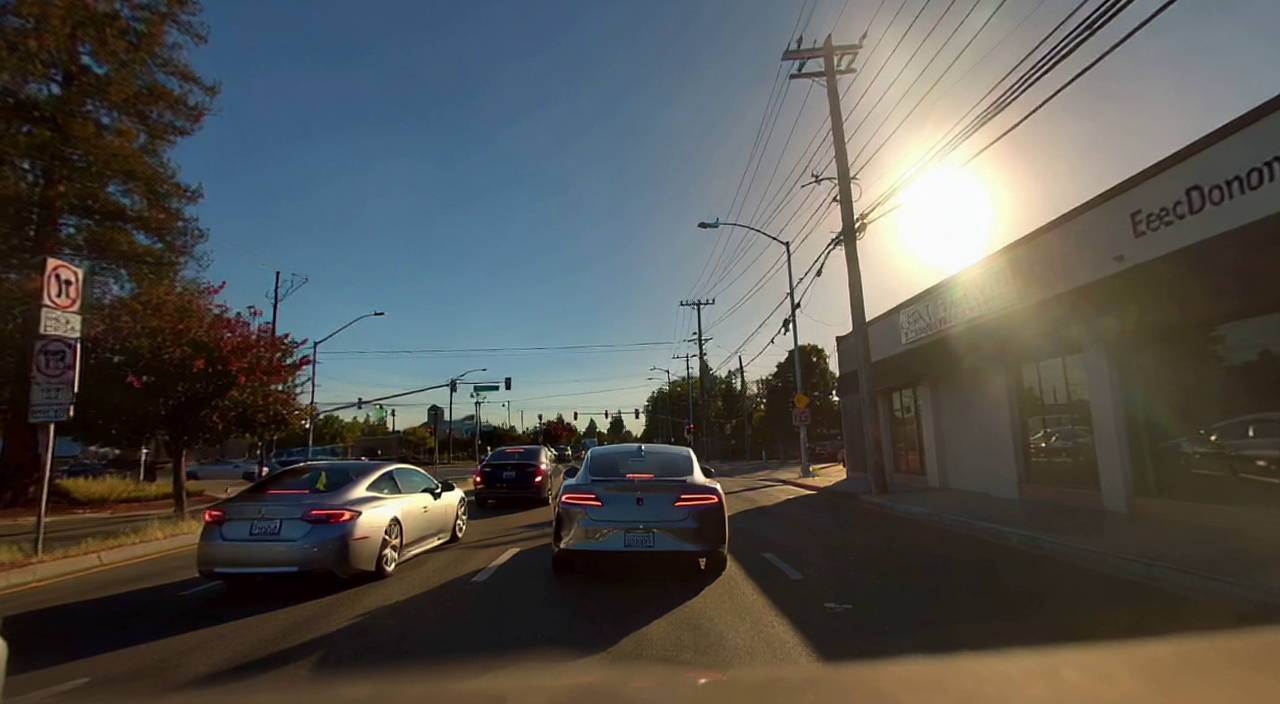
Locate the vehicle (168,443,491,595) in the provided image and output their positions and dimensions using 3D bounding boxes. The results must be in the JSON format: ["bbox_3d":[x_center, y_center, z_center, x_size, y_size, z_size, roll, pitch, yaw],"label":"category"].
[{"bbox_3d":[-3.226,1.781,7.623,1.765,1.319,4.013,0,-9,2],"label":"vehicle"}]

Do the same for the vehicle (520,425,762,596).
[{"bbox_3d":[-0.007,1.683,7.535,2.101,1.469,3.955,0,-9,0],"label":"vehicle"}]
